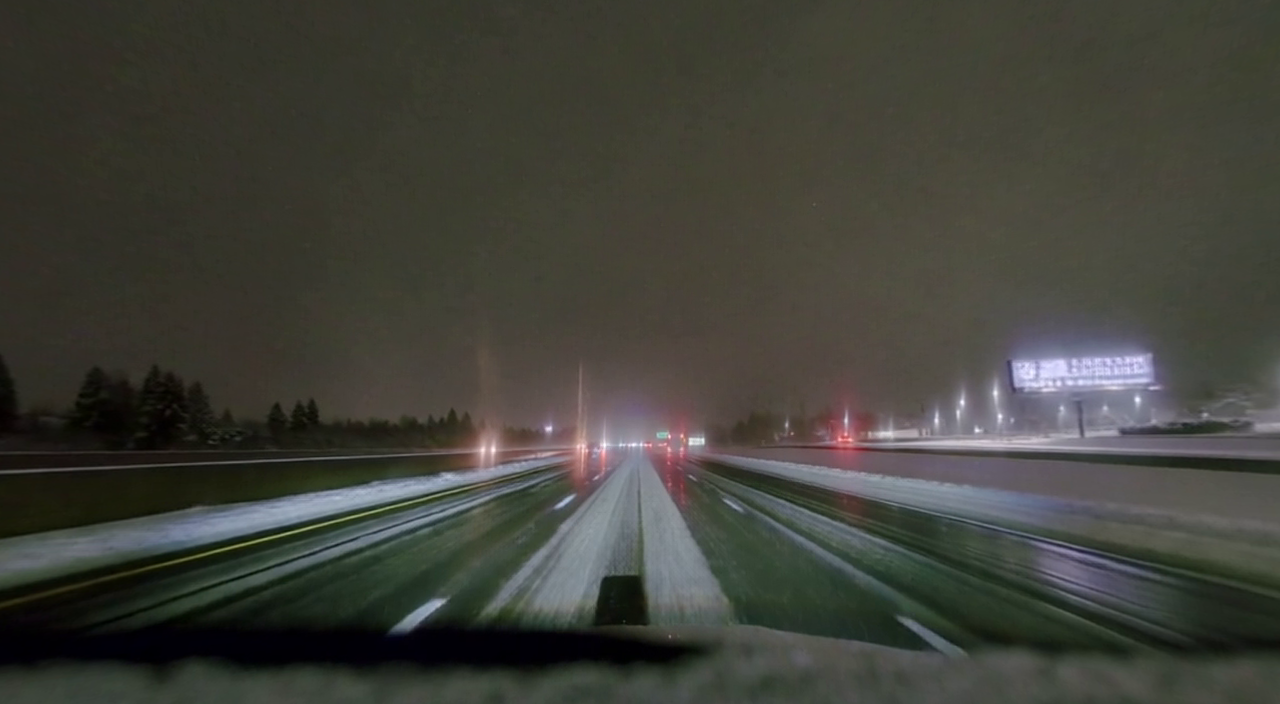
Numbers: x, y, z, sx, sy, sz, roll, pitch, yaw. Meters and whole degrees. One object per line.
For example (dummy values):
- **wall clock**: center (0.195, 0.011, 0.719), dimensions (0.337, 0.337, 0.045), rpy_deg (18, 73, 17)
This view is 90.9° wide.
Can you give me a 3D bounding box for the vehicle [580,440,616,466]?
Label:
- **vehicle**: center (-2.980, 7.332, 45.993), dimensions (2.319, 1.738, 4.355), rpy_deg (0, -8, 0)
